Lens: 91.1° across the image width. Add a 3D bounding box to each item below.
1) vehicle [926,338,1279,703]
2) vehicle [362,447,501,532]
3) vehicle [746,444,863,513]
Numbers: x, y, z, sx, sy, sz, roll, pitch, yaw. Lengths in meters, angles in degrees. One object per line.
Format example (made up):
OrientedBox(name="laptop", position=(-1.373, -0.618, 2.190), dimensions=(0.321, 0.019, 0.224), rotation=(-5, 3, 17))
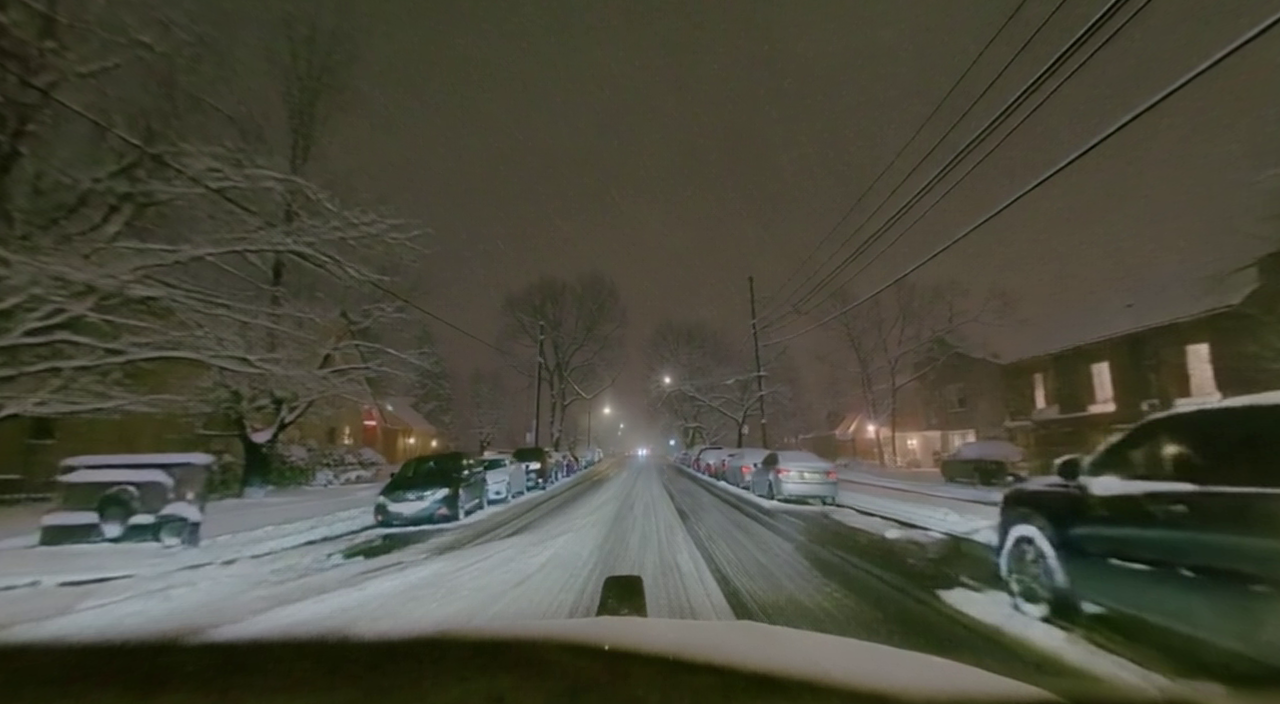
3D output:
OrientedBox(name="vehicle", position=(4.036, 1.027, 3.720), dimensions=(2.215, 1.897, 5.131), rotation=(0, -9, 0))
OrientedBox(name="vehicle", position=(-4.502, 2.985, 14.303), dimensions=(1.870, 1.562, 4.212), rotation=(-1, -9, -2))
OrientedBox(name="vehicle", position=(4.097, 3.219, 16.460), dimensions=(1.862, 1.525, 4.421), rotation=(0, -9, 0))
